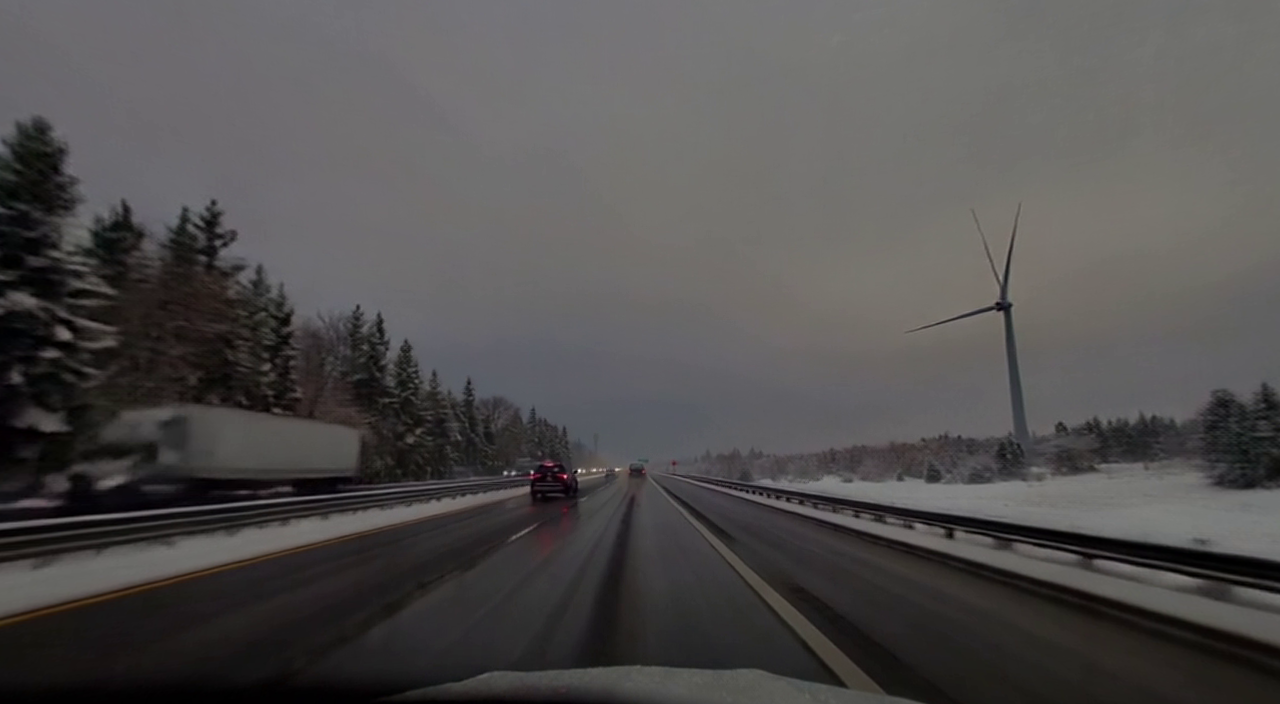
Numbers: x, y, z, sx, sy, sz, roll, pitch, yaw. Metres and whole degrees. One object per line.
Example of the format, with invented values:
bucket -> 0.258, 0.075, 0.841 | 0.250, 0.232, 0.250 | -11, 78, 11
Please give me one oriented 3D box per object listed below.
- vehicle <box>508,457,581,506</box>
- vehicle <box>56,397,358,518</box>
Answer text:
vehicle -> -3.667, 5.106, 25.064 | 2.124, 1.705, 4.440 | 1, -11, 1
vehicle -> -16.123, 4.426, 25.809 | 2.973, 3.602, 13.198 | 1, -11, 0
